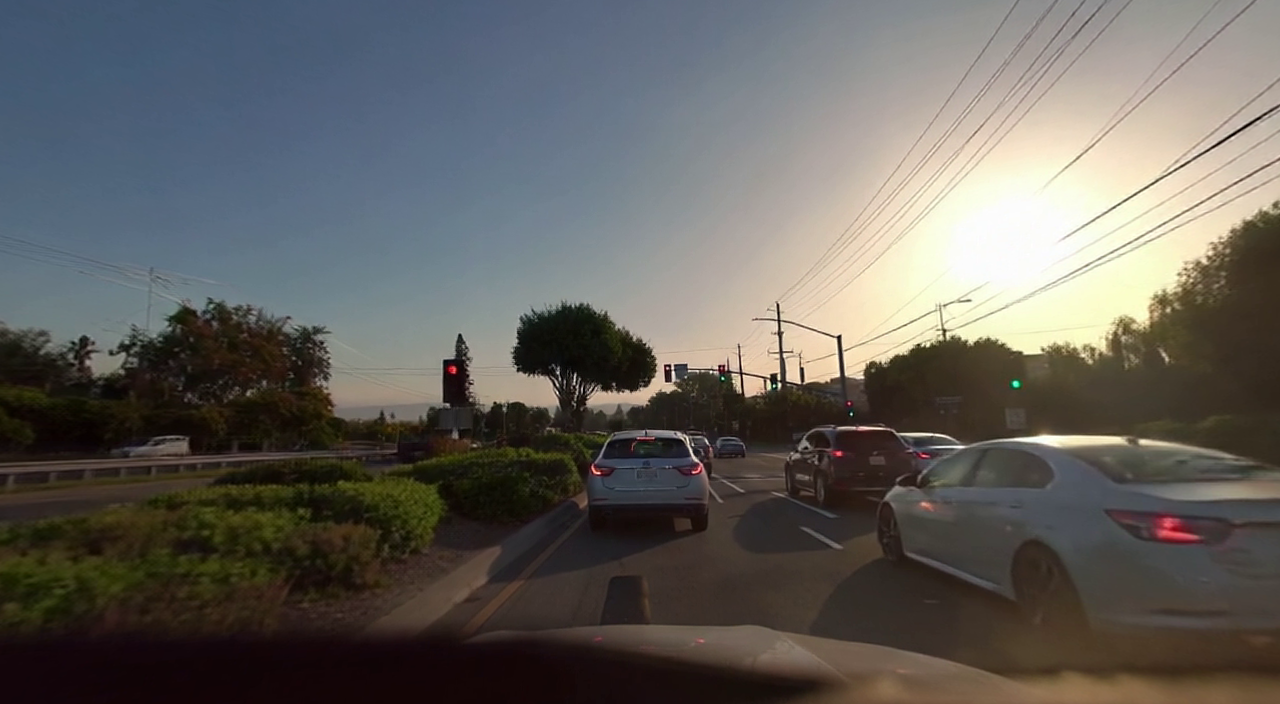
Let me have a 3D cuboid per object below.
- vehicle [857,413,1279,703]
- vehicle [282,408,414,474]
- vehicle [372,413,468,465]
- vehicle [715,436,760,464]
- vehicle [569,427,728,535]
[{"bbox_3d":[3.581,1.347,5.209,2.028,1.454,4.531,0,-8,1],"label":"vehicle"},{"bbox_3d":[-16.415,5.172,36.403,2.934,3.328,8.716,-1,-8,4],"label":"vehicle"},{"bbox_3d":[-15.822,6.473,46.427,3.085,3.375,9.783,-1,-8,3],"label":"vehicle"},{"bbox_3d":[5.604,5.718,36.835,1.995,1.491,4.133,0,-8,1],"label":"vehicle"},{"bbox_3d":[0.141,2.136,11.067,2.208,1.498,4.401,0,-8,1],"label":"vehicle"}]
